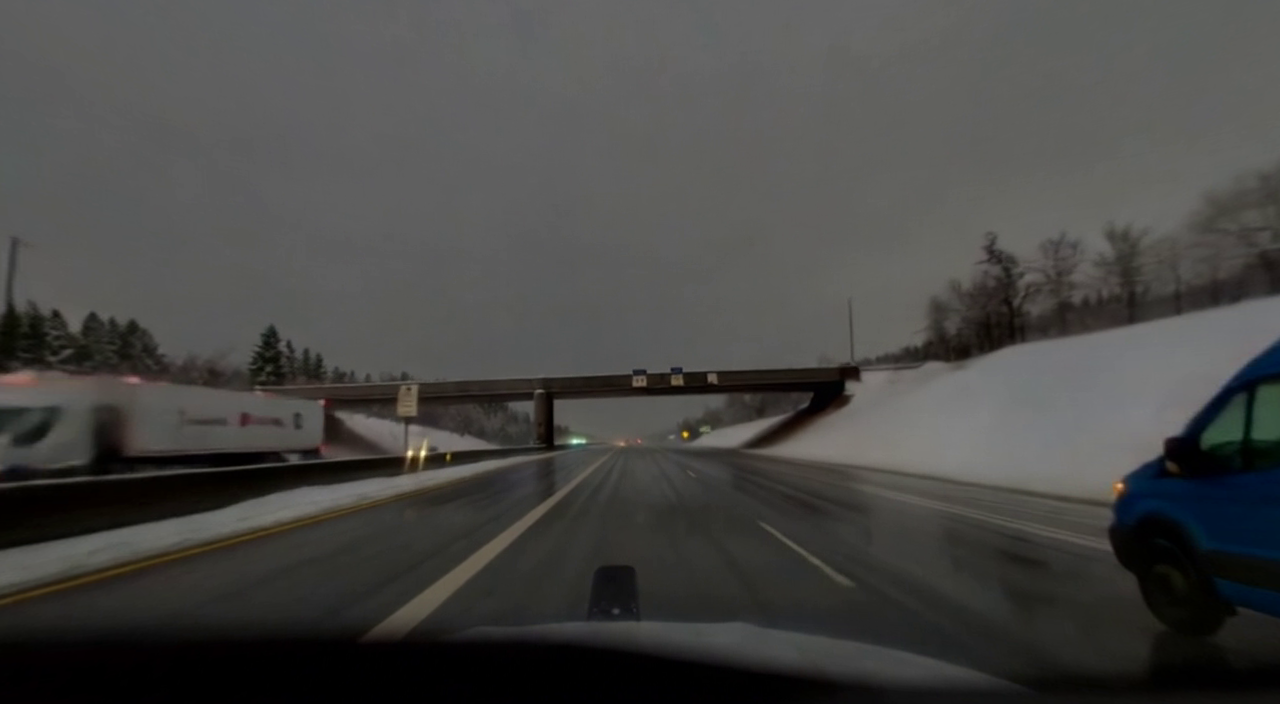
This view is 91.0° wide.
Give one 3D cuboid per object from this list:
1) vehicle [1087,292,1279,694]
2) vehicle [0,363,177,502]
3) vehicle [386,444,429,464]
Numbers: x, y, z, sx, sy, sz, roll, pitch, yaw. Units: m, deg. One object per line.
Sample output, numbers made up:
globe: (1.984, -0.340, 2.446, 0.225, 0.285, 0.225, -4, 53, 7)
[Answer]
vehicle: (4.308, 0.547, 2.071, 2.161, 2.002, 4.631, 0, -8, -1)
vehicle: (-19.155, 2.678, 20.831, 3.000, 3.921, 5.758, -1, -8, 1)
vehicle: (-18.361, 8.061, 49.879, 1.911, 1.468, 4.258, 0, -8, -2)
